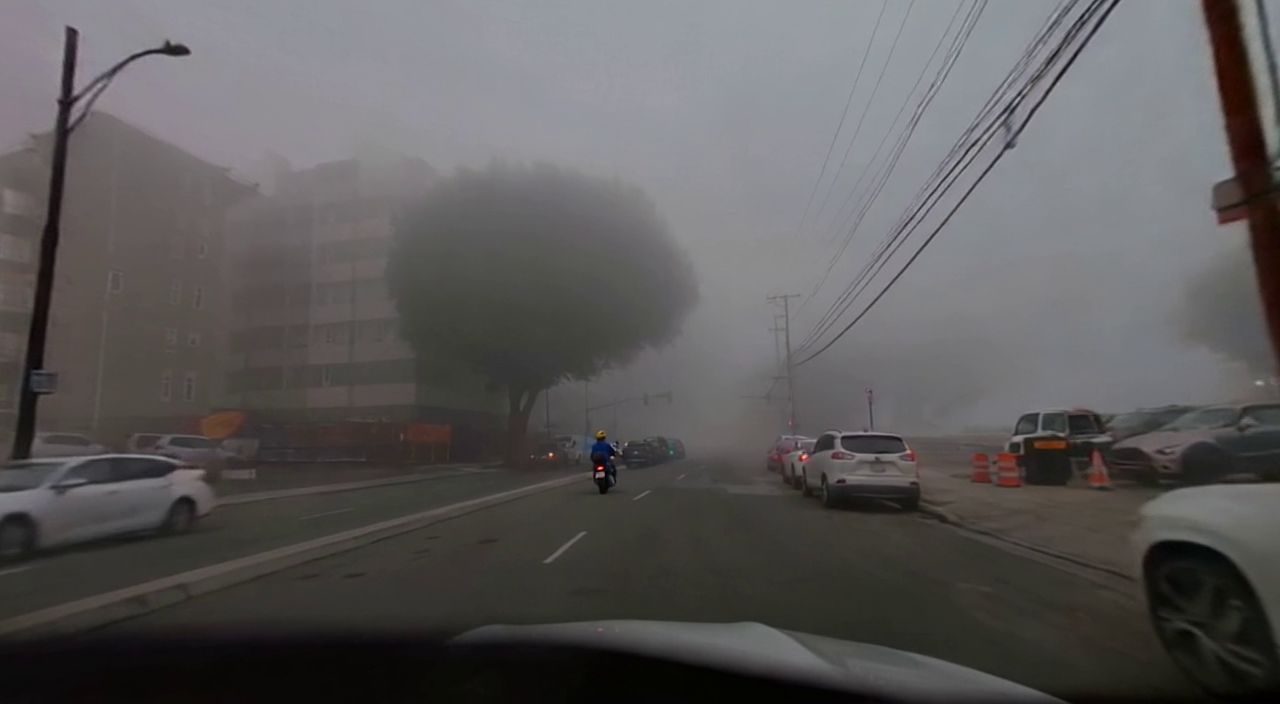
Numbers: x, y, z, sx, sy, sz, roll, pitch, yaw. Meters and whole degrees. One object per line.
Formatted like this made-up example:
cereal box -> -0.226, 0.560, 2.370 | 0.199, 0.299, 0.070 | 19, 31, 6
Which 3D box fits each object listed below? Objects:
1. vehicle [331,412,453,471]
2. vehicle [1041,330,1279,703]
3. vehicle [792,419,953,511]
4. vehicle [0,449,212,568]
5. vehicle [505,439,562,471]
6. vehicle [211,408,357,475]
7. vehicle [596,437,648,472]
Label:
vehicle -> -14.835, 5.517, 38.838 | 2.990, 3.144, 9.080 | -1, -9, 6
vehicle -> 3.851, 0.689, 1.856 | 2.171, 1.832, 5.180 | -1, -8, 4
vehicle -> 5.297, 2.670, 15.377 | 2.387, 1.820, 5.286 | -1, -8, 6
vehicle -> -9.358, 2.303, 9.802 | 1.905, 1.536, 4.714 | -1, -8, 4
vehicle -> -6.313, 6.174, 37.964 | 2.053, 1.771, 4.684 | -1, -9, 7
vehicle -> -20.792, 5.317, 37.802 | 3.283, 3.441, 8.669 | -2, -8, 4
vehicle -> -0.825, 5.077, 31.504 | 1.925, 1.602, 4.090 | -1, -8, 8
